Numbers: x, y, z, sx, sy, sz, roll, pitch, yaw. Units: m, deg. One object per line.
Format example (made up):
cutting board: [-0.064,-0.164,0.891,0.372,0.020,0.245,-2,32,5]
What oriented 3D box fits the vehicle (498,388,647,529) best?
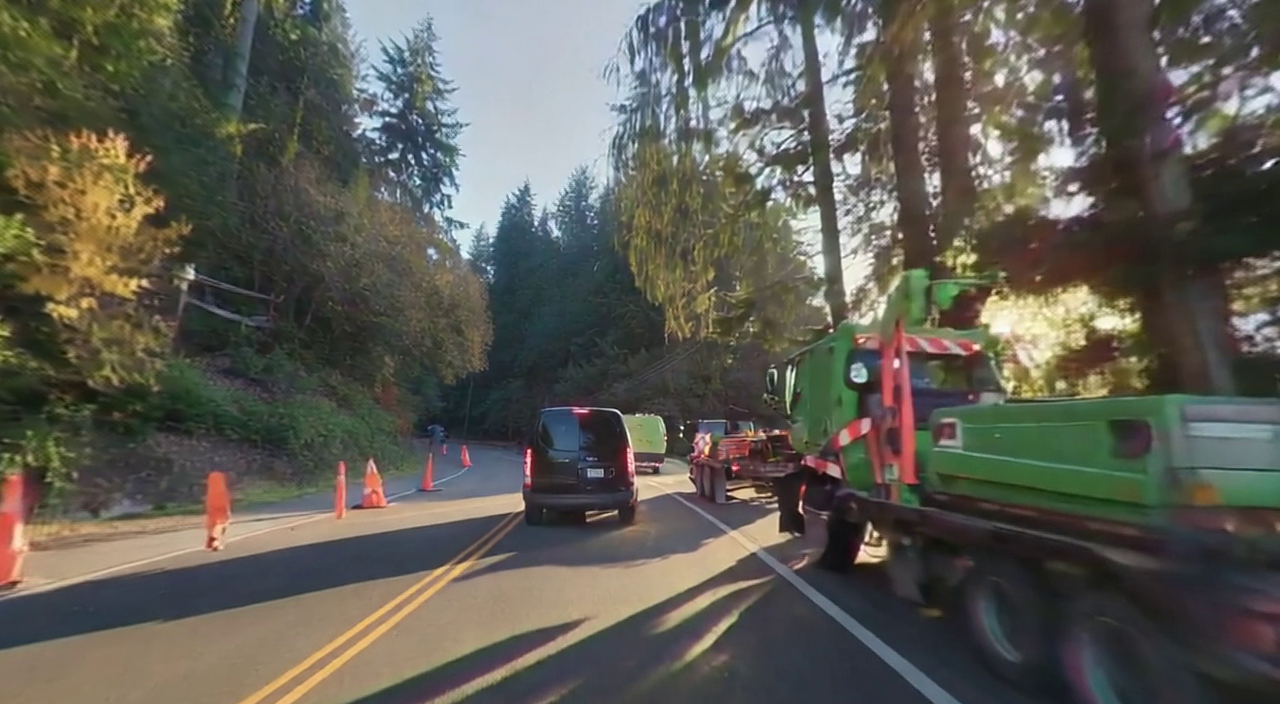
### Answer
vehicle: [-1.176,2.066,12.586,2.362,2.223,4.892,0,-9,-3]
